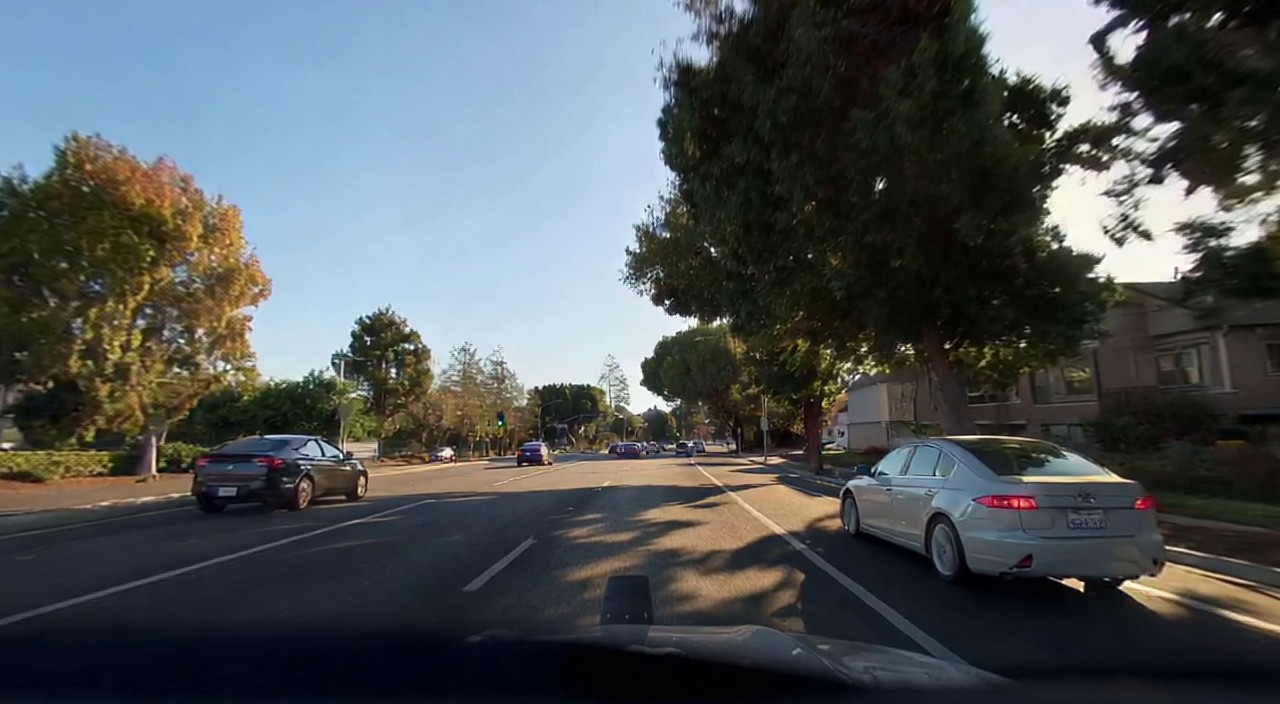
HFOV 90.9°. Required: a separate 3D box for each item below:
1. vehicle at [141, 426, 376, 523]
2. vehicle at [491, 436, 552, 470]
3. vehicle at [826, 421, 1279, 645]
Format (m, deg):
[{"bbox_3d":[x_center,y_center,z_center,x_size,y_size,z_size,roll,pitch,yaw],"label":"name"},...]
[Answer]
[{"bbox_3d":[-7.138,2.313,12.498,1.951,1.554,4.444,0,-8,-2],"label":"vehicle"},{"bbox_3d":[-5.887,5.065,31.775,1.988,1.597,4.404,0,-8,3],"label":"vehicle"},{"bbox_3d":[3.659,1.574,6.680,2.003,1.494,4.705,0,-8,1],"label":"vehicle"}]
